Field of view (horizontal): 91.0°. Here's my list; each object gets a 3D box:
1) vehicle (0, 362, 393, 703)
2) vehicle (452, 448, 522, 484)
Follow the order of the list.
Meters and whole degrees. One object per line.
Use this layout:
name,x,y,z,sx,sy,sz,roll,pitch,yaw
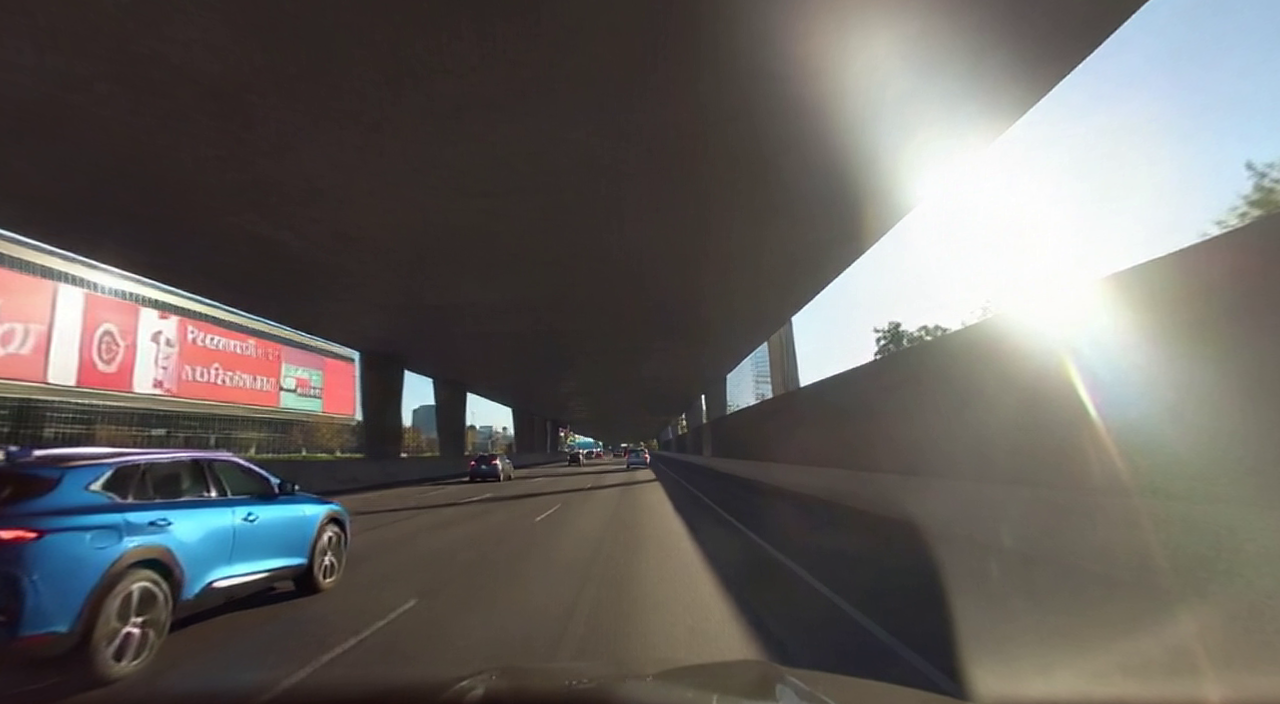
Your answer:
vehicle,-3.813,1.216,4.699,2.059,1.725,4.521,0,-9,0
vehicle,-7.174,5.368,30.073,1.998,1.542,4.953,0,-9,1
